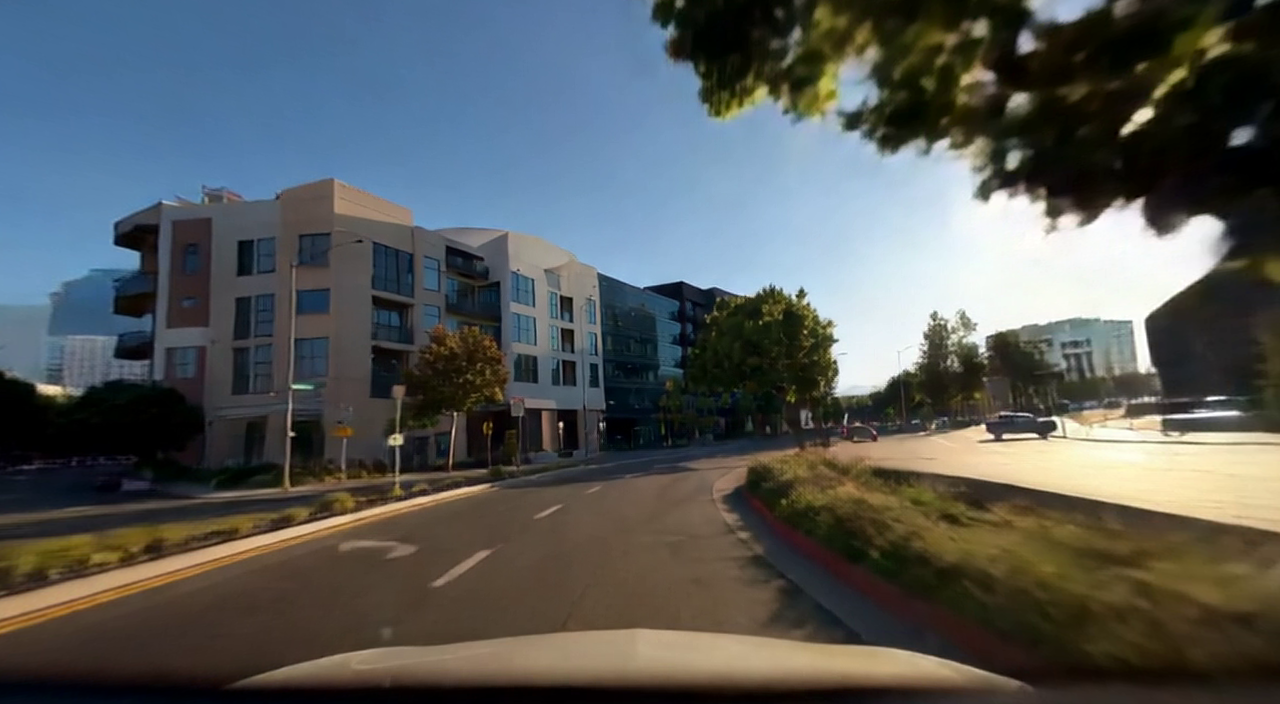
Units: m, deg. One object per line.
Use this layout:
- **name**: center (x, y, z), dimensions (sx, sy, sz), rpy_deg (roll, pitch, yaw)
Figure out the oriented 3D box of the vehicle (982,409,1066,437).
- **vehicle**: center (28.780, 5.385, 47.430), dimensions (2.014, 1.757, 4.871), rpy_deg (8, -13, -41)
